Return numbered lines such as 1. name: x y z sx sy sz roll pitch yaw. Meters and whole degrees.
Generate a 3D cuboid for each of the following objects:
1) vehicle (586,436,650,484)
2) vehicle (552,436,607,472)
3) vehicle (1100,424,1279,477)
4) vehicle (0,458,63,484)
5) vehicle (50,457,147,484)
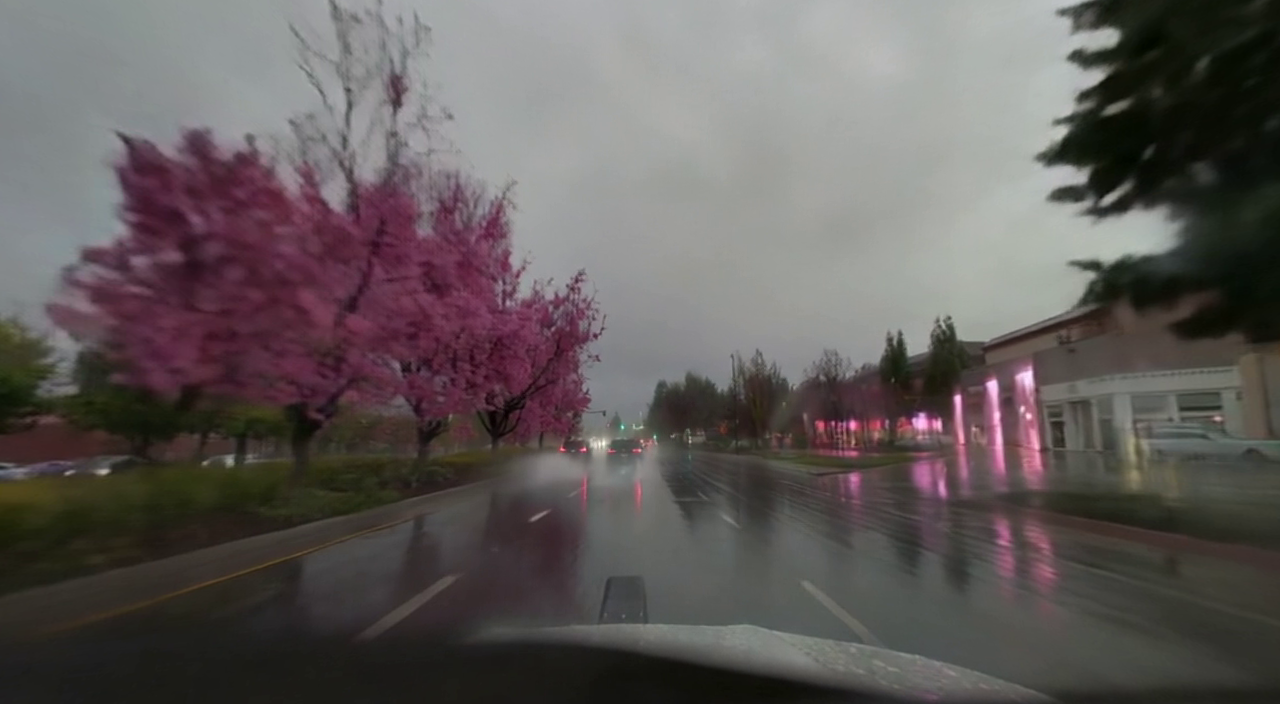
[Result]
1. vehicle: -0.776 4.255 25.085 2.149 1.701 4.379 0 -8 3
2. vehicle: -3.339 5.764 35.731 2.453 1.844 4.751 0 -8 2
3. vehicle: 23.031 4.176 26.604 2.265 1.904 6.201 -1 -9 -1
4. vehicle: -39.194 7.608 40.413 1.878 1.477 3.872 5 -9 -27
5. vehicle: -34.528 7.540 40.216 1.918 1.457 4.594 0 -8 3
